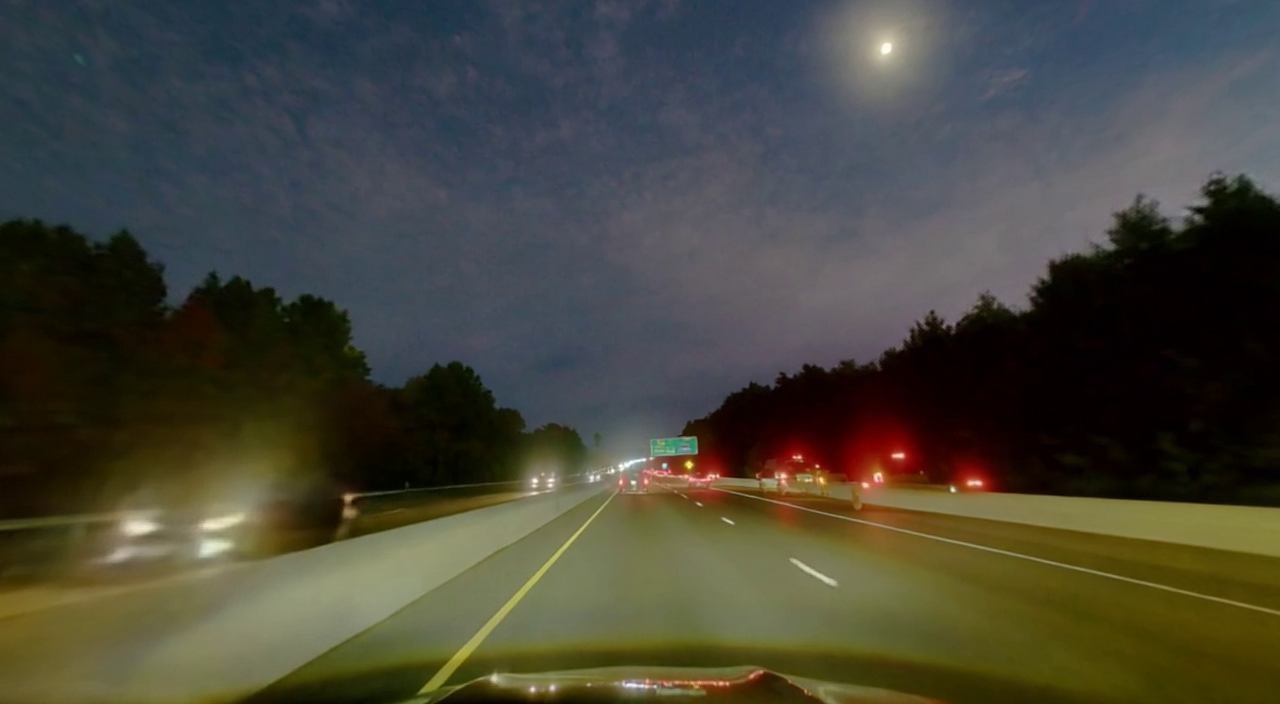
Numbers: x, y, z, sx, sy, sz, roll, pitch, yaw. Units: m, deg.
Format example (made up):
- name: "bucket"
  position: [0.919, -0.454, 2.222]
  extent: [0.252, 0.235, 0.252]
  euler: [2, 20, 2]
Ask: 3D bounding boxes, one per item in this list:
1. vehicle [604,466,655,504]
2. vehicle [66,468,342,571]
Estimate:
- name: "vehicle"
  position: [-0.419, 5.733, 27.396]
  extent: [2.060, 1.473, 3.726]
  euler: [1, -10, 0]
- name: "vehicle"
  position: [-7.580, 2.917, 11.667]
  extent: [1.872, 1.487, 4.411]
  euler: [1, -10, 1]
